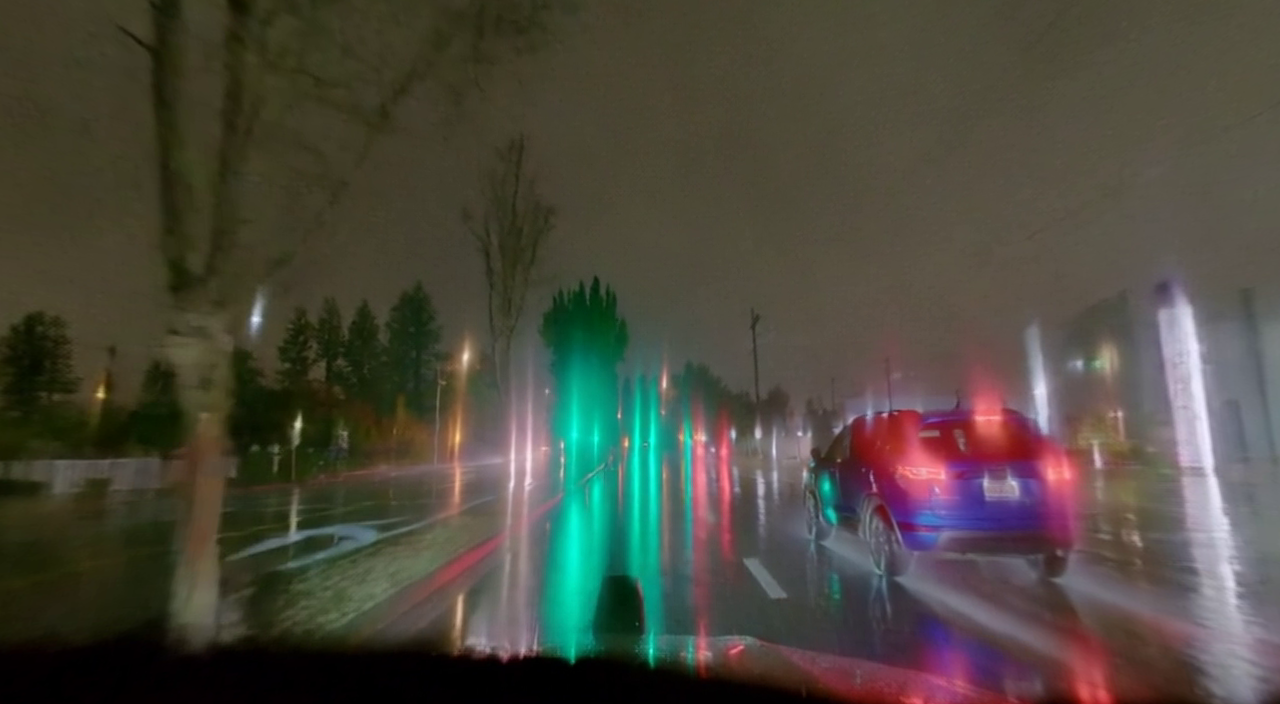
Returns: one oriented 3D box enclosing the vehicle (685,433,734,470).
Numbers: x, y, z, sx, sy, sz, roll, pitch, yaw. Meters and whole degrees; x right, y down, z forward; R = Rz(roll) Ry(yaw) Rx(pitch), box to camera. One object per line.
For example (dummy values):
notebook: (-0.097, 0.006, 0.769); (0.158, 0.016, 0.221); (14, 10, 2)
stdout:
vehicle: (3.661, 5.355, 34.079); (2.085, 1.828, 5.383); (0, -8, 1)

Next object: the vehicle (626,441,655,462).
vehicle: (0.047, 7.512, 47.790); (2.131, 1.474, 4.146); (0, -8, 0)

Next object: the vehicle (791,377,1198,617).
vehicle: (3.288, 1.439, 7.146); (2.033, 1.865, 4.360); (0, -8, 0)
